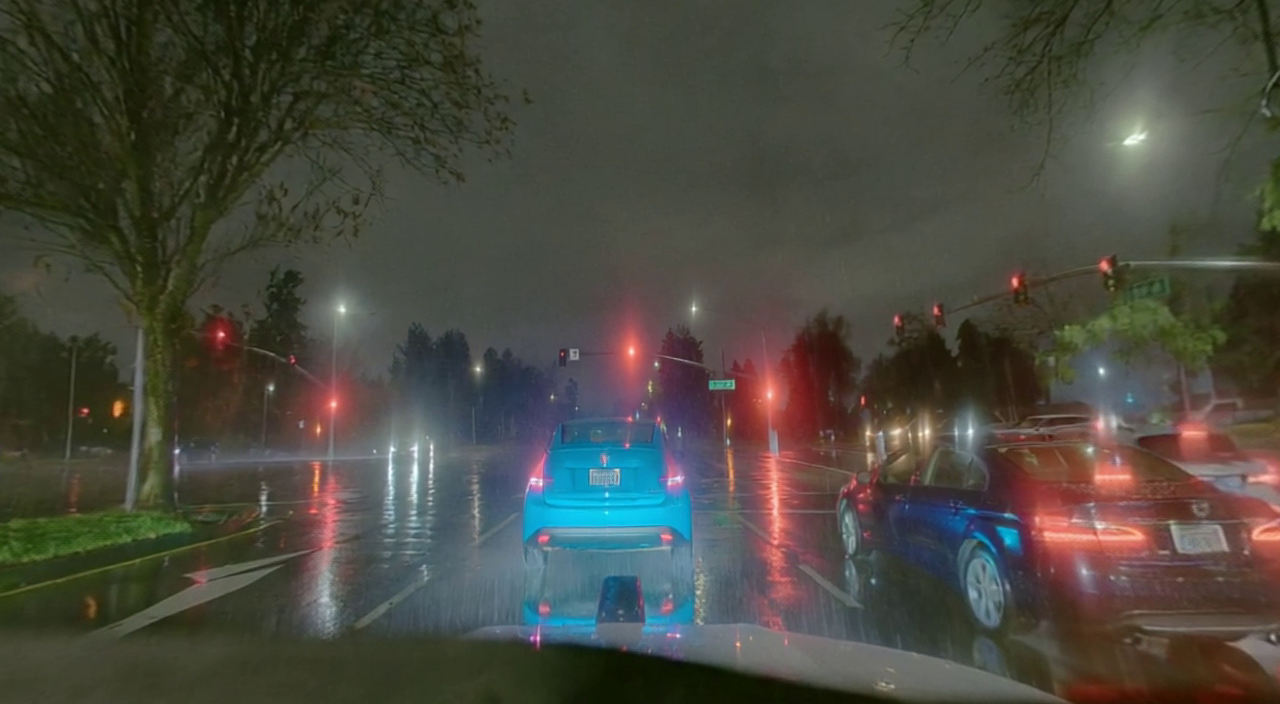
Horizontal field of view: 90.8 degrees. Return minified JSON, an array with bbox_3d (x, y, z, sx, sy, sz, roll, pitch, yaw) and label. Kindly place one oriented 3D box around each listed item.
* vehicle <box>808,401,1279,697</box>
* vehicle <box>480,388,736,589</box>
[{"bbox_3d":[3.166,1.399,5.757,1.932,1.562,4.629,0,-9,-1],"label":"vehicle"},{"bbox_3d":[-0.344,1.522,7.778,2.247,1.760,4.231,0,-9,-2],"label":"vehicle"}]
